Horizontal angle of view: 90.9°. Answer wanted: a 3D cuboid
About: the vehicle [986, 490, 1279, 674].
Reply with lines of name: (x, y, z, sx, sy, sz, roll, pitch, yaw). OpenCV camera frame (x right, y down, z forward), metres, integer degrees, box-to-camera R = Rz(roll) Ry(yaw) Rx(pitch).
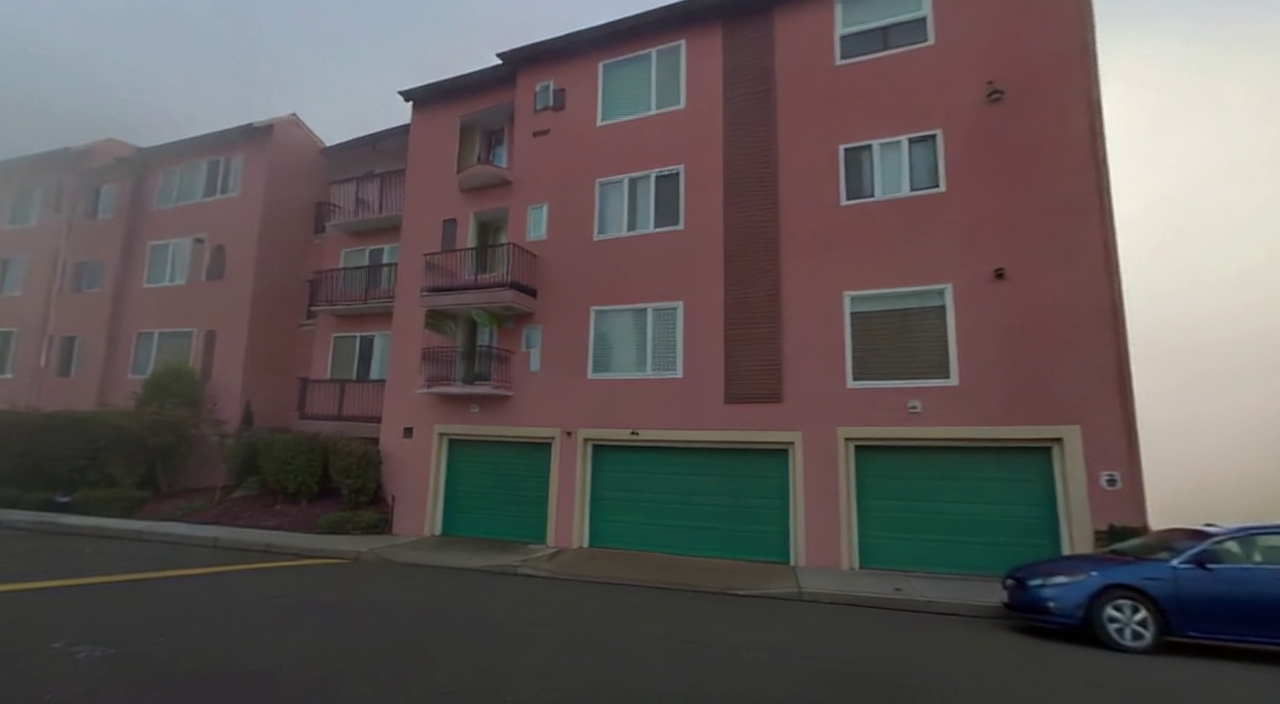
vehicle: (6.350, 2.245, 6.368, 4.697, 1.444, 1.825, -3, -10, 20)
